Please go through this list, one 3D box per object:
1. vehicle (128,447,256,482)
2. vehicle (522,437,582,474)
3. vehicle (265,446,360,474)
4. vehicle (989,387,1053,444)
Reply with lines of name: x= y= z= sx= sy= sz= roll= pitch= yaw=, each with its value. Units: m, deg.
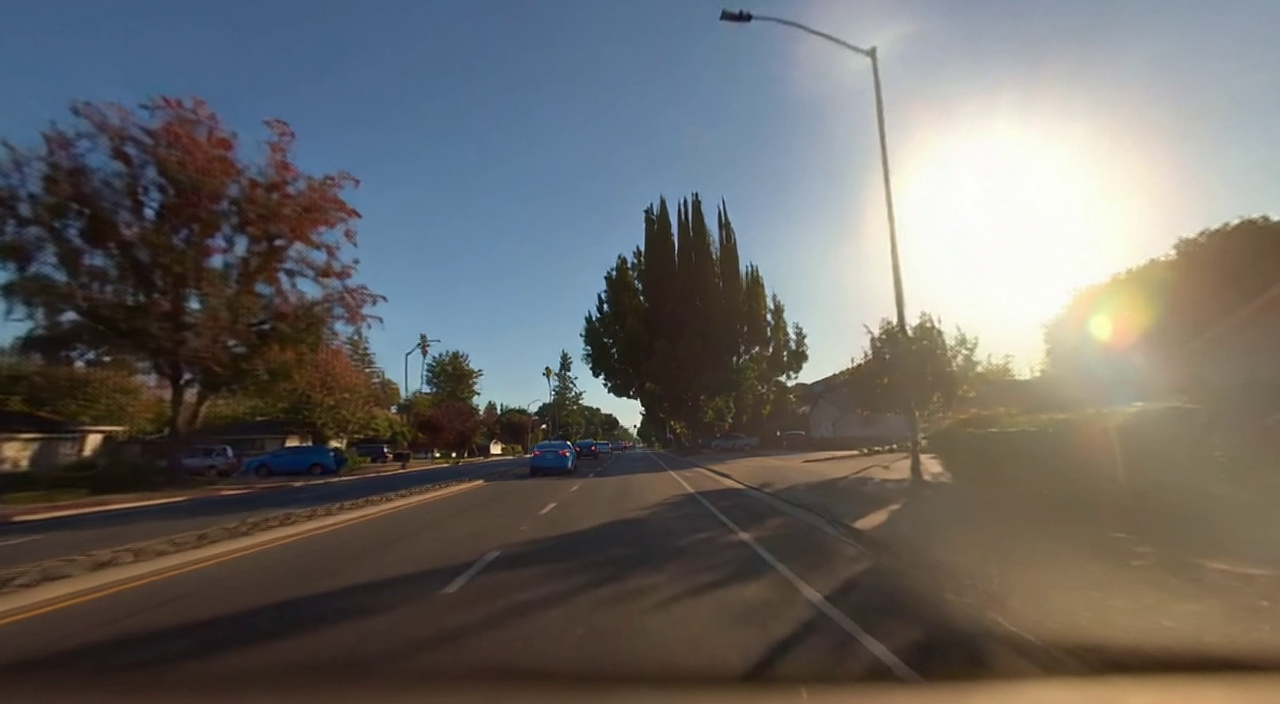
vehicle: x=-26.282 y=6.602 z=37.215 sx=6.046 sy=1.942 sz=2.085 roll=-1 pitch=-8 yaw=4
vehicle: x=-3.722 y=4.449 z=27.413 sx=2.030 sy=1.467 sz=4.251 roll=0 pitch=-8 yaw=-1
vehicle: x=-21.009 y=6.932 z=40.634 sx=4.866 sy=1.749 sz=2.158 roll=0 pitch=-8 yaw=1
vehicle: x=17.670 y=3.073 z=29.369 sx=2.153 sy=2.355 sz=5.958 roll=-5 pitch=-10 yaw=30
